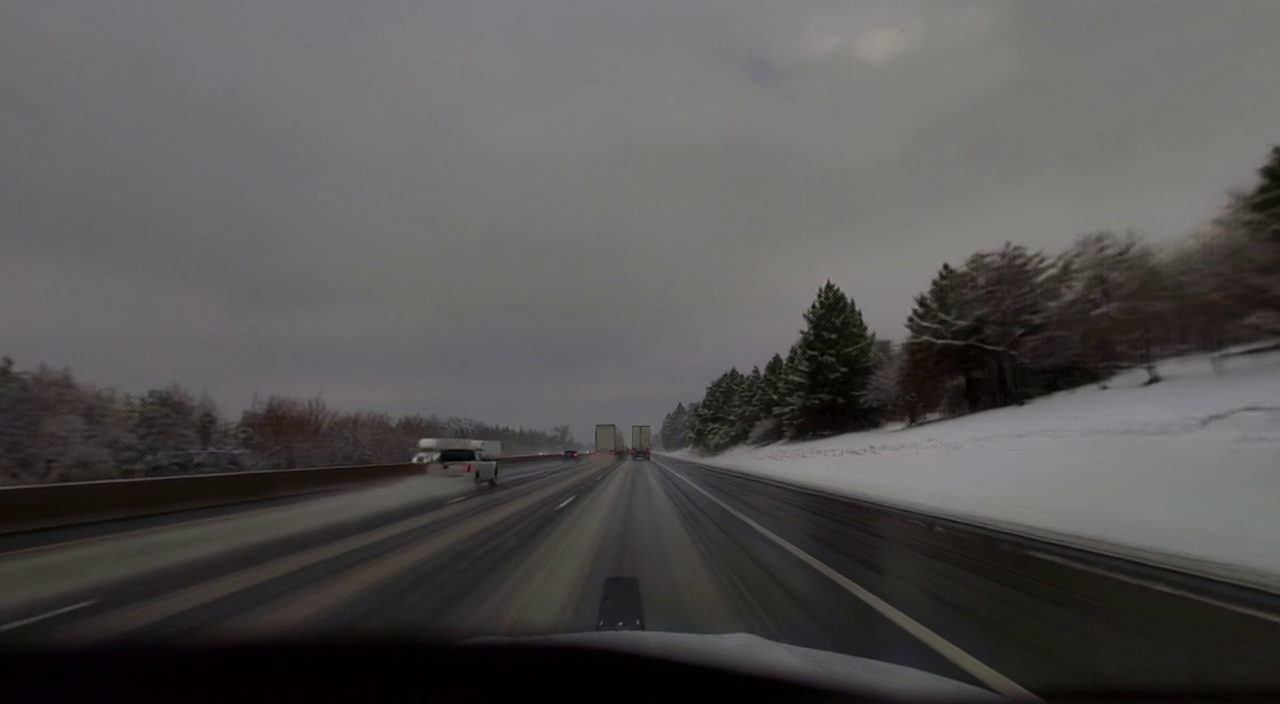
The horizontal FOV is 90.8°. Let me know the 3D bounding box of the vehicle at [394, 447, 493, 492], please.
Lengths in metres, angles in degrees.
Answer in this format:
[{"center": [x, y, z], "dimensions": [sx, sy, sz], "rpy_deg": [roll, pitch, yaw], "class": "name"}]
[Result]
[{"center": [-7.090, 4.294, 23.435], "dimensions": [2.036, 1.474, 5.011], "rpy_deg": [0, -9, 0], "class": "vehicle"}]
